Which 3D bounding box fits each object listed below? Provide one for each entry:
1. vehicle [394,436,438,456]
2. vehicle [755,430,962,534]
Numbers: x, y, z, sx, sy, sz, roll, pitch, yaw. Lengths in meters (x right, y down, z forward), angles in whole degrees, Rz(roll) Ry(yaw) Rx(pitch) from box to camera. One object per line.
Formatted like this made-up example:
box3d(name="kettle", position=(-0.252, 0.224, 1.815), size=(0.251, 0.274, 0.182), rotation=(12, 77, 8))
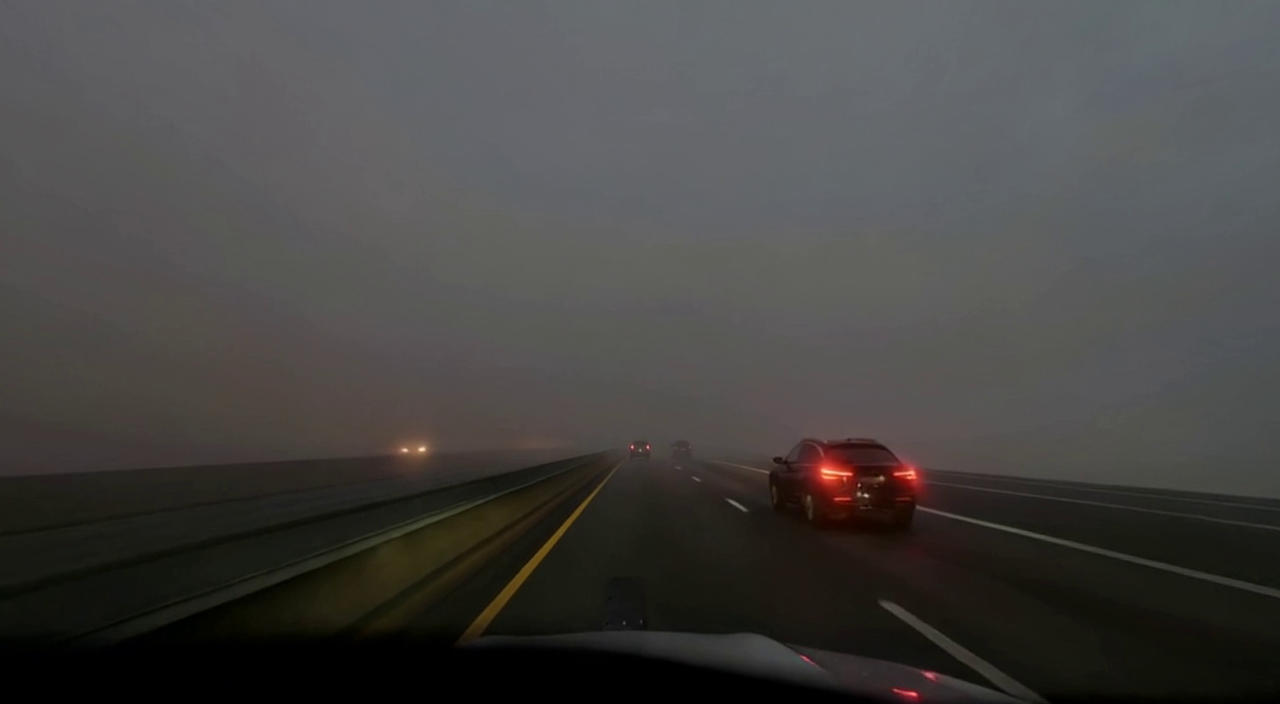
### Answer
box3d(name="vehicle", position=(-16.784, 7.056, 47.284), size=(1.775, 1.448, 3.844), rotation=(0, -8, 1))
box3d(name="vehicle", position=(3.559, 2.201, 11.362), size=(2.091, 1.482, 4.522), rotation=(0, -8, 0))
